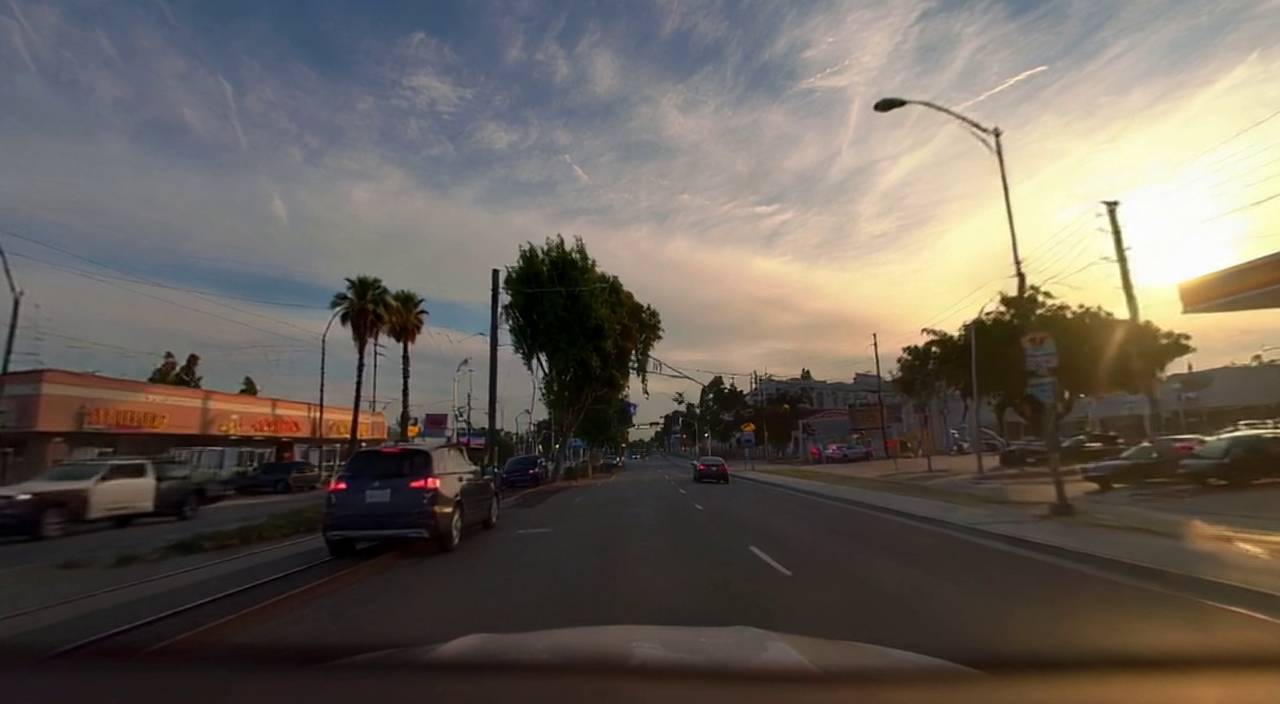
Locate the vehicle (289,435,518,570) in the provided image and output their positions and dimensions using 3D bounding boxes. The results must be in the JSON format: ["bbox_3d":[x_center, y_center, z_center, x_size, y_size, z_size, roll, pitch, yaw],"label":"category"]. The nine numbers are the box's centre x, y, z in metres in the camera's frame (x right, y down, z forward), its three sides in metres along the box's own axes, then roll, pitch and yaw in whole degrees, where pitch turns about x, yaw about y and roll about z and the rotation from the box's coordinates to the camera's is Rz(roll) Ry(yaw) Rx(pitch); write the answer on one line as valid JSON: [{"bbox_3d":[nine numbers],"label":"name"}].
[{"bbox_3d":[-3.147,2.072,9.474,2.021,1.550,4.090,1,-9,-3],"label":"vehicle"}]

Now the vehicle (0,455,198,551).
[{"bbox_3d":[-11.373,2.842,12.489,1.940,1.550,4.525,-1,-10,1],"label":"vehicle"}]

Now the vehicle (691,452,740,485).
[{"bbox_3d":[3.662,5.715,31.207,1.889,1.448,4.262,0,-9,0],"label":"vehicle"}]

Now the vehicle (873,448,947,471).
[{"bbox_3d":[18.192,7.197,42.557,4.750,1.478,1.998,5,-10,-29],"label":"vehicle"}]

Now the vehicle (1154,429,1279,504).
[{"bbox_3d":[15.454,2.727,15.212,4.298,1.646,1.999,0,-9,1],"label":"vehicle"}]
